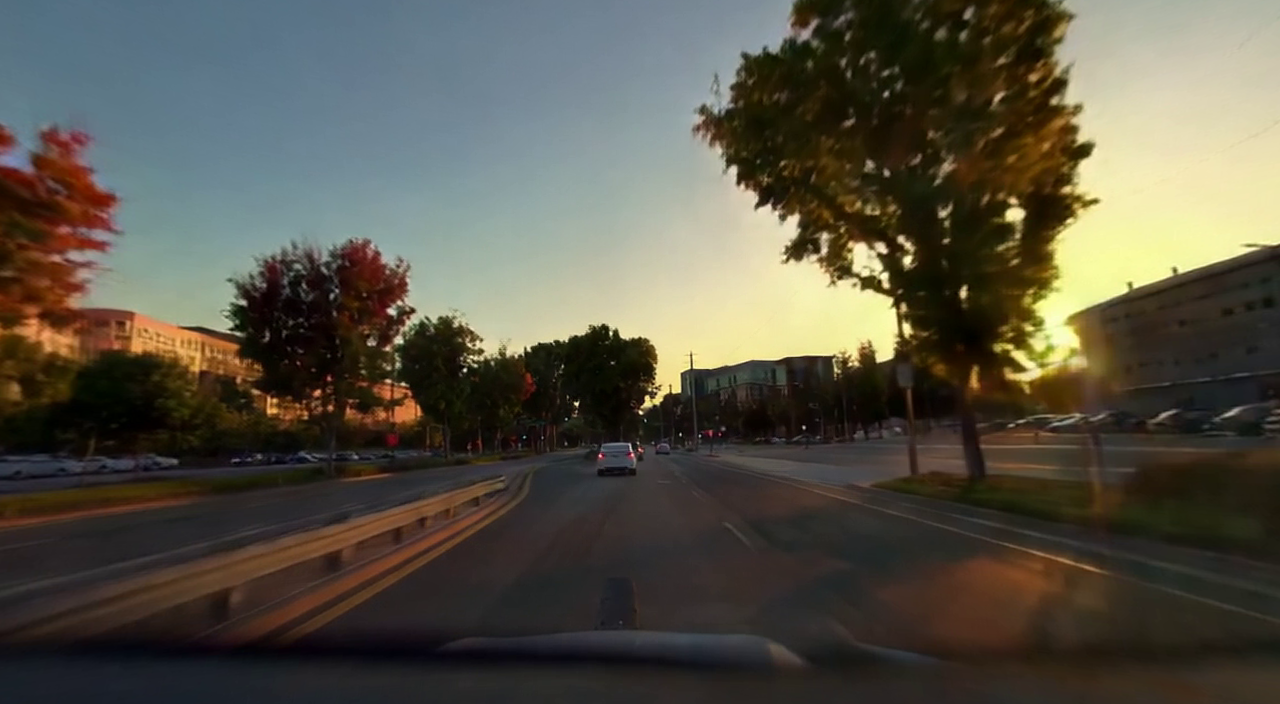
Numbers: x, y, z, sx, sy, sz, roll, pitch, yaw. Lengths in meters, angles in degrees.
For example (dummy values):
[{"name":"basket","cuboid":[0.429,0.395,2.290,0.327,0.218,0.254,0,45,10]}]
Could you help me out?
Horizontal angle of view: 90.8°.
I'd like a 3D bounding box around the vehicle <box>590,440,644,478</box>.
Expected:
[{"name":"vehicle","cuboid":[-0.934,4.464,26.601,2.075,1.470,3.962,0,-8,-1]}]
